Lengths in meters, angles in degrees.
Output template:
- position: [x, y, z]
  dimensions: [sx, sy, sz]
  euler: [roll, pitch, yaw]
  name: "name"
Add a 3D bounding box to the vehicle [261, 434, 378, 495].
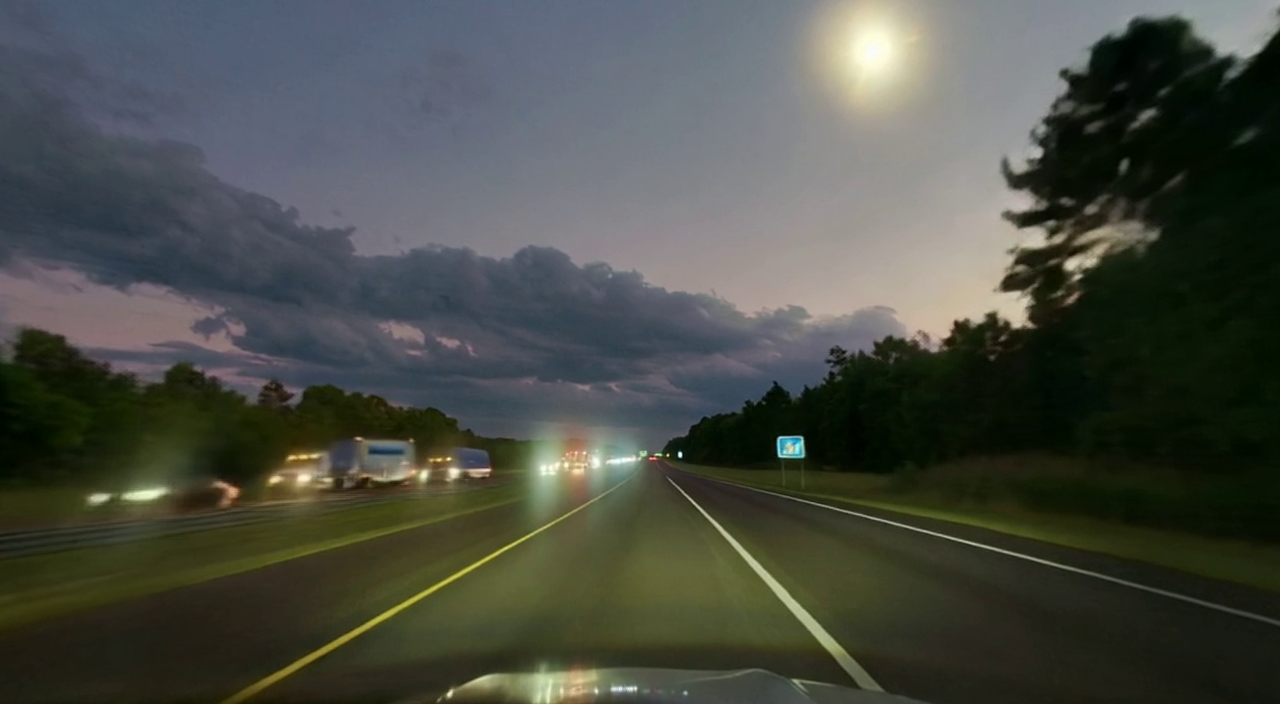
- position: [-23.020, 8.175, 46.207]
  dimensions: [2.973, 3.879, 10.225]
  euler: [-1, -9, 1]
  name: "vehicle"
